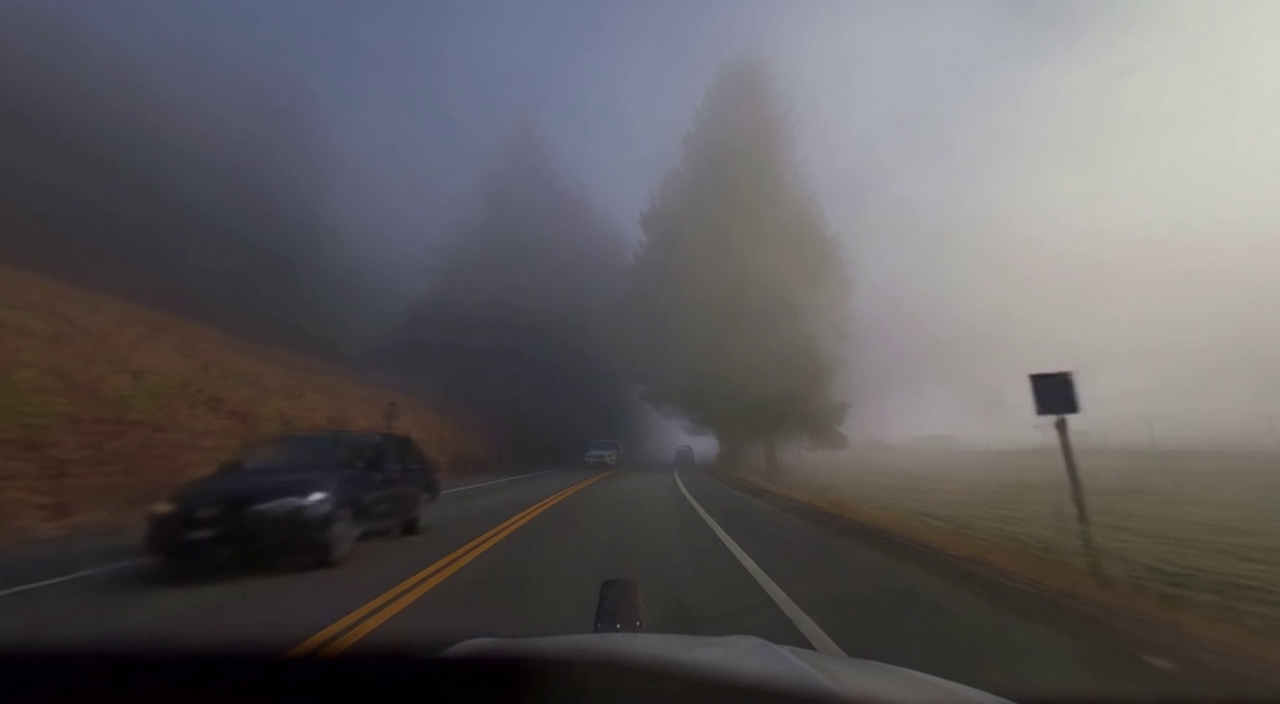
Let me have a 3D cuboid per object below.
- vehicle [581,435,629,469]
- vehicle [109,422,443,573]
[{"bbox_3d":[-2.555,7.704,49.001,2.825,2.376,7.468,-1,-8,4],"label":"vehicle"},{"bbox_3d":[-4.569,1.874,8.964,2.049,1.566,4.387,-1,-8,1],"label":"vehicle"}]
